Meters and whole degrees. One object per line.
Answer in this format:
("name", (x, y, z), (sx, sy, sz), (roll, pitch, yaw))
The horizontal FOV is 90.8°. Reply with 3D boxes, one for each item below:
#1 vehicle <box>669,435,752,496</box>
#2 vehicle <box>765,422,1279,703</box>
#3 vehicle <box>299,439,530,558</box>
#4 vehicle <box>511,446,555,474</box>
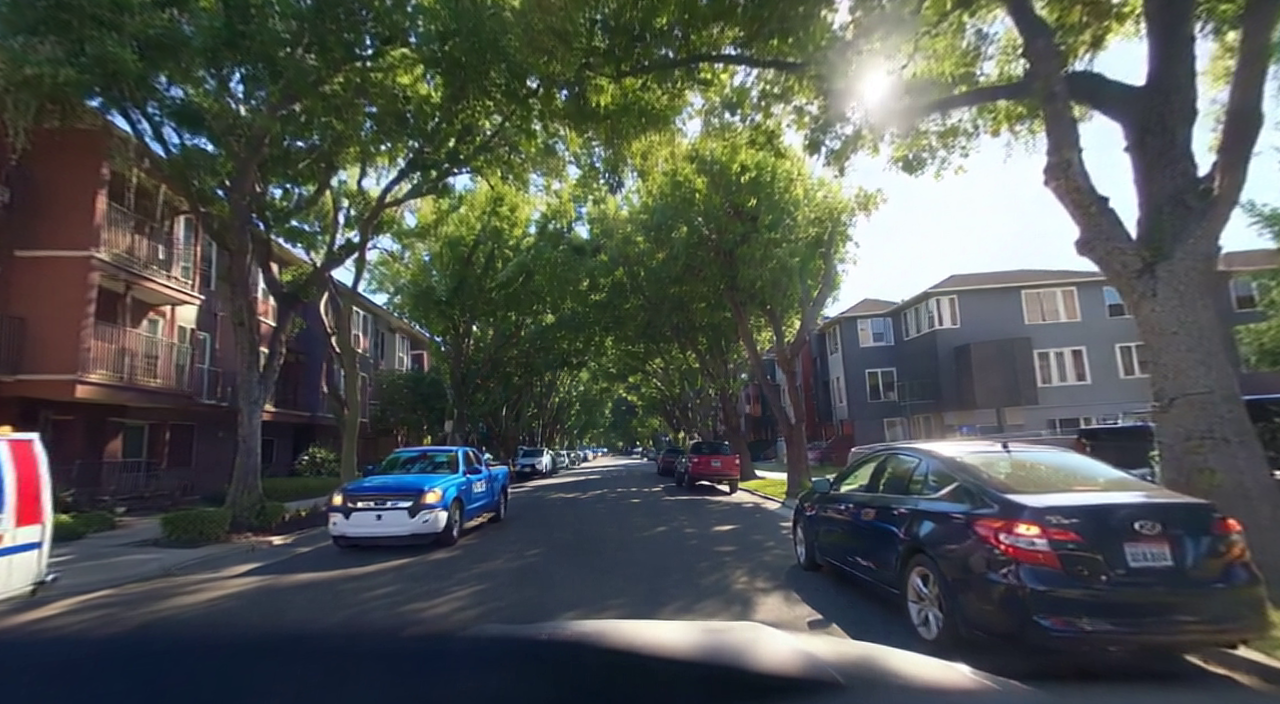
("vehicle", (2.037, 3.431, 19.469), (1.878, 1.664, 4.033), (1, -8, -3))
("vehicle", (2.568, 1.408, 5.193), (1.845, 1.479, 4.727), (1, -8, -3))
("vehicle", (-3.323, 2.224, 10.438), (1.966, 1.515, 4.394), (-1, -8, 3))
("vehicle", (-6.664, 6.731, 39.719), (1.959, 1.490, 4.361), (0, -7, 1))
